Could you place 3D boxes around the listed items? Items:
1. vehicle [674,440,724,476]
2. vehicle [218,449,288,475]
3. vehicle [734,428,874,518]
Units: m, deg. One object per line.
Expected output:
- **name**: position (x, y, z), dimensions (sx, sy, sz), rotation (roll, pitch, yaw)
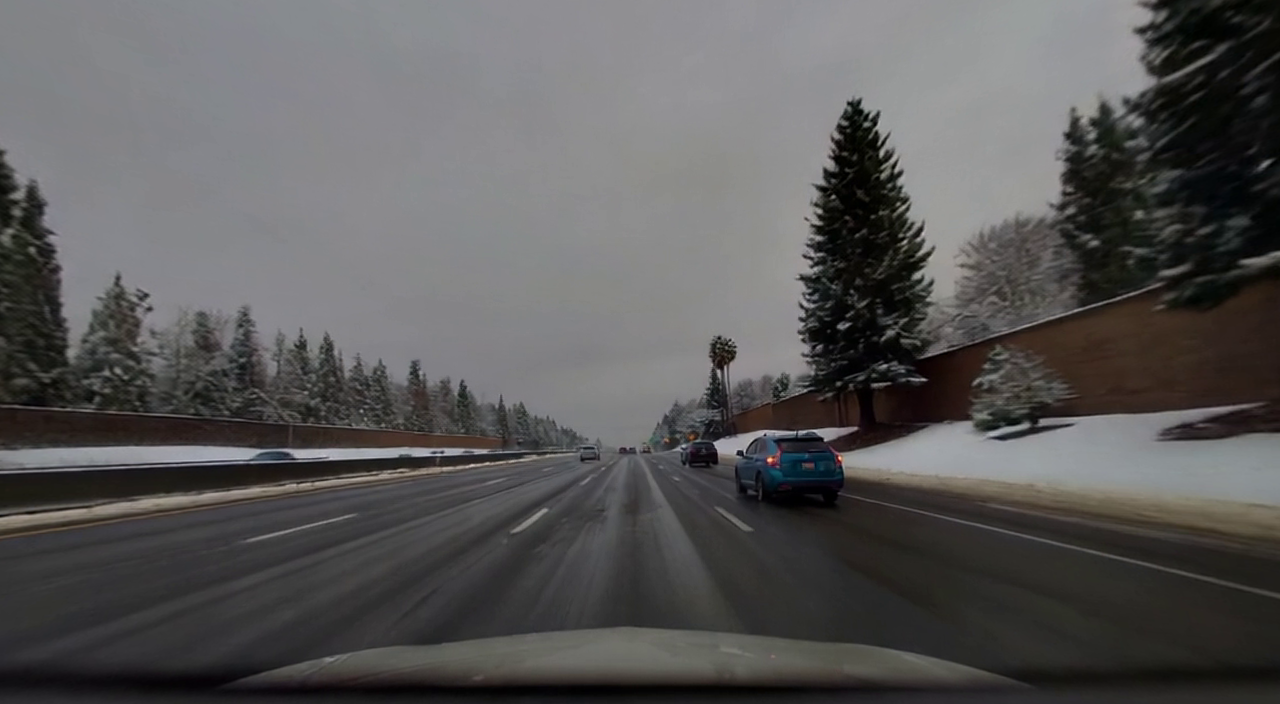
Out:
- **vehicle**: position (3.002, 5.480, 32.915), dimensions (2.045, 1.688, 4.313), rotation (0, -9, -2)
- **vehicle**: position (-26.864, 7.635, 44.091), dimensions (1.977, 1.668, 4.613), rotation (0, -9, 0)
- **vehicle**: position (3.431, 2.615, 14.165), dimensions (1.910, 1.696, 4.187), rotation (0, -9, -1)
